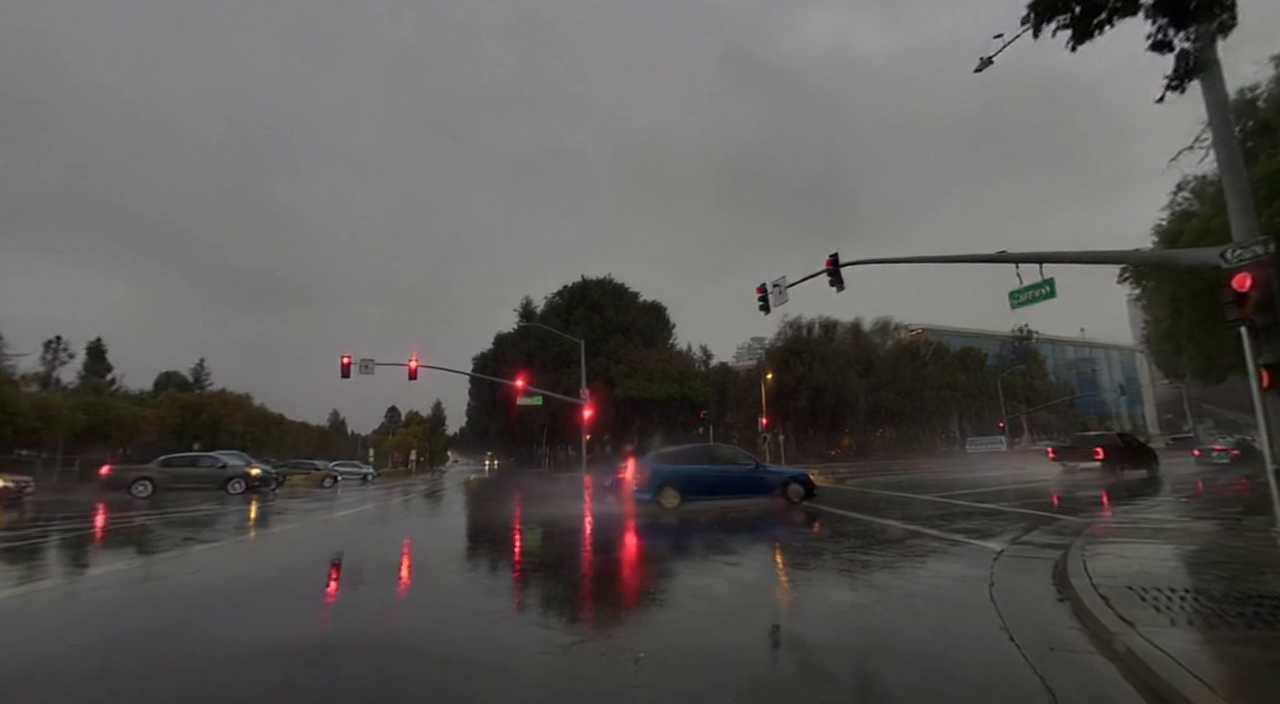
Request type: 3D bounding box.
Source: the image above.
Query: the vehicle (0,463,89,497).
[{"bbox_3d":[-30.054,6.317,31.356,1.965,1.448,4.553,1,-9,-11],"label":"vehicle"}]

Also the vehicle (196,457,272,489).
[{"bbox_3d":[-23.362,6.935,36.562,2.020,1.615,4.656,1,-9,-11],"label":"vehicle"}]

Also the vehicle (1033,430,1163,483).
[{"bbox_3d":[18.675,4.191,25.677,5.896,1.937,2.358,6,-11,-35],"label":"vehicle"}]

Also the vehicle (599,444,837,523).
[{"bbox_3d":[1.615,2.758,13.746,4.702,1.468,1.999,2,-9,-14],"label":"vehicle"}]

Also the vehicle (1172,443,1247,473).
[{"bbox_3d":[29.573,5.450,32.737,4.728,1.471,1.957,6,-11,-38],"label":"vehicle"}]

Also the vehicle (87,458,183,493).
[{"bbox_3d":[-26.723,6.514,33.655,2.081,1.670,4.376,1,-9,-11],"label":"vehicle"}]
